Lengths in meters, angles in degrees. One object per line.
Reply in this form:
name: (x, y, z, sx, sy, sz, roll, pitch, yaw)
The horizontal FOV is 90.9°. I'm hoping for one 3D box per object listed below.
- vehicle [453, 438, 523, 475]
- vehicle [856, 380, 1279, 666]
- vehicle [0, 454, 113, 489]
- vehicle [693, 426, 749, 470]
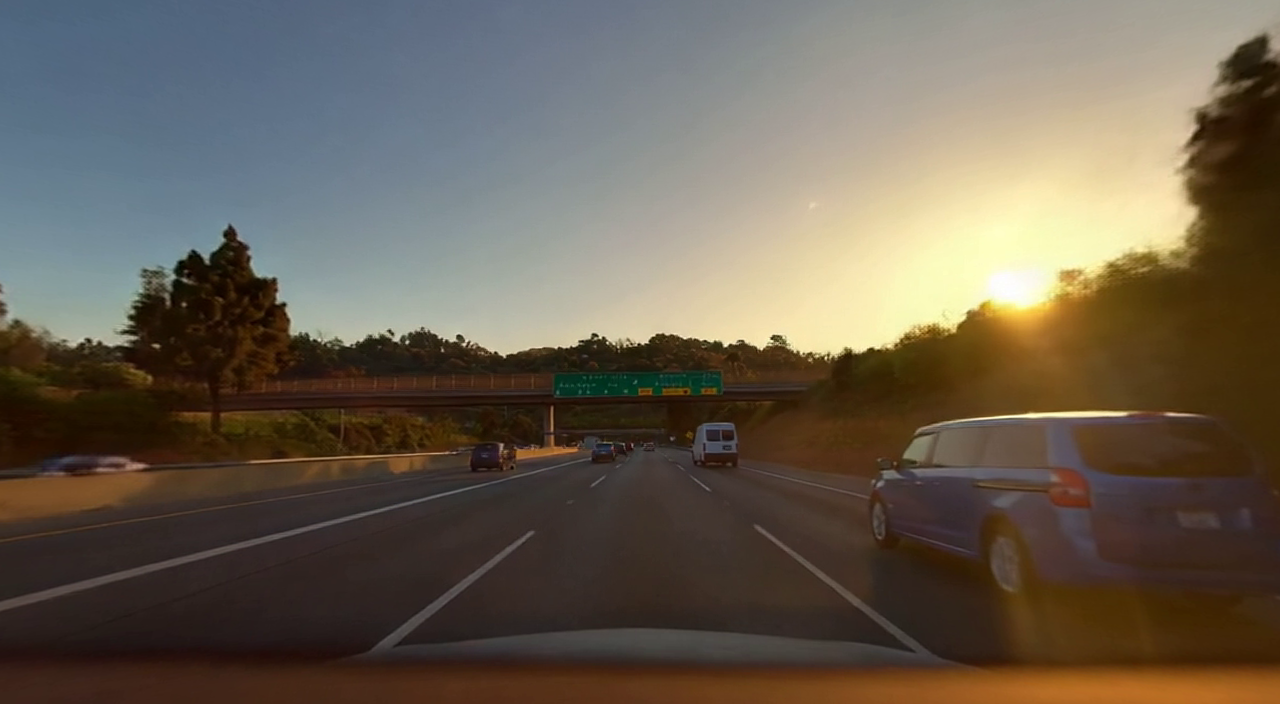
vehicle: (-7.138, 4.958, 30.121, 2.068, 1.632, 4.623, -1, -8, 2)
vehicle: (3.936, 1.347, 6.089, 2.100, 1.690, 4.536, 0, -8, 0)
vehicle: (-29.051, 5.811, 31.076, 1.959, 1.493, 4.797, 0, -8, 0)
vehicle: (4.372, 5.298, 34.841, 2.347, 2.234, 5.352, 0, -8, 0)
